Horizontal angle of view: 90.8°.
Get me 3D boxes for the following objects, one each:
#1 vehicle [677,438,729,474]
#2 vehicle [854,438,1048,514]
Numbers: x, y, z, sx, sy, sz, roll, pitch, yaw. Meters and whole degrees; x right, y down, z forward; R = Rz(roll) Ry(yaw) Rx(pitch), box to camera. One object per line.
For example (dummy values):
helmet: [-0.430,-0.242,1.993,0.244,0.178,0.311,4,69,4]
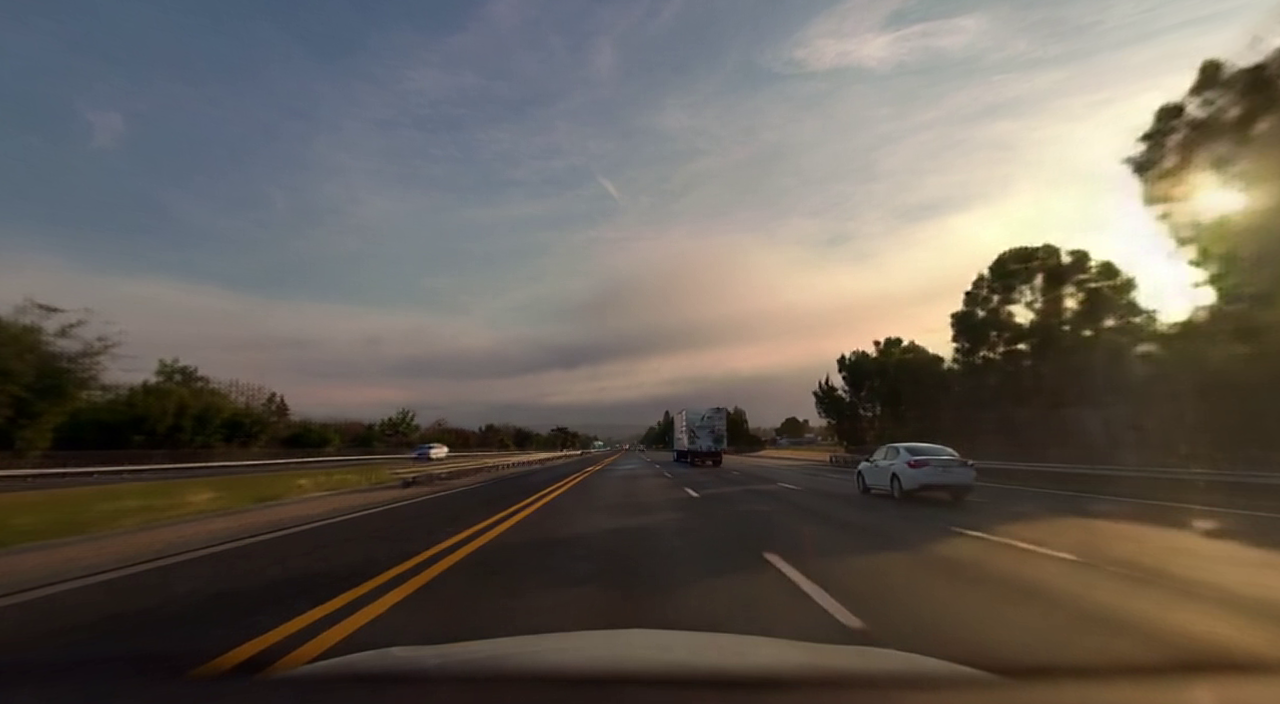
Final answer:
vehicle: [3.268,5.509,33.760,2.141,1.785,4.778,0,-8,-2]
vehicle: [7.081,2.845,15.155,2.046,1.509,4.929,0,-8,-2]
